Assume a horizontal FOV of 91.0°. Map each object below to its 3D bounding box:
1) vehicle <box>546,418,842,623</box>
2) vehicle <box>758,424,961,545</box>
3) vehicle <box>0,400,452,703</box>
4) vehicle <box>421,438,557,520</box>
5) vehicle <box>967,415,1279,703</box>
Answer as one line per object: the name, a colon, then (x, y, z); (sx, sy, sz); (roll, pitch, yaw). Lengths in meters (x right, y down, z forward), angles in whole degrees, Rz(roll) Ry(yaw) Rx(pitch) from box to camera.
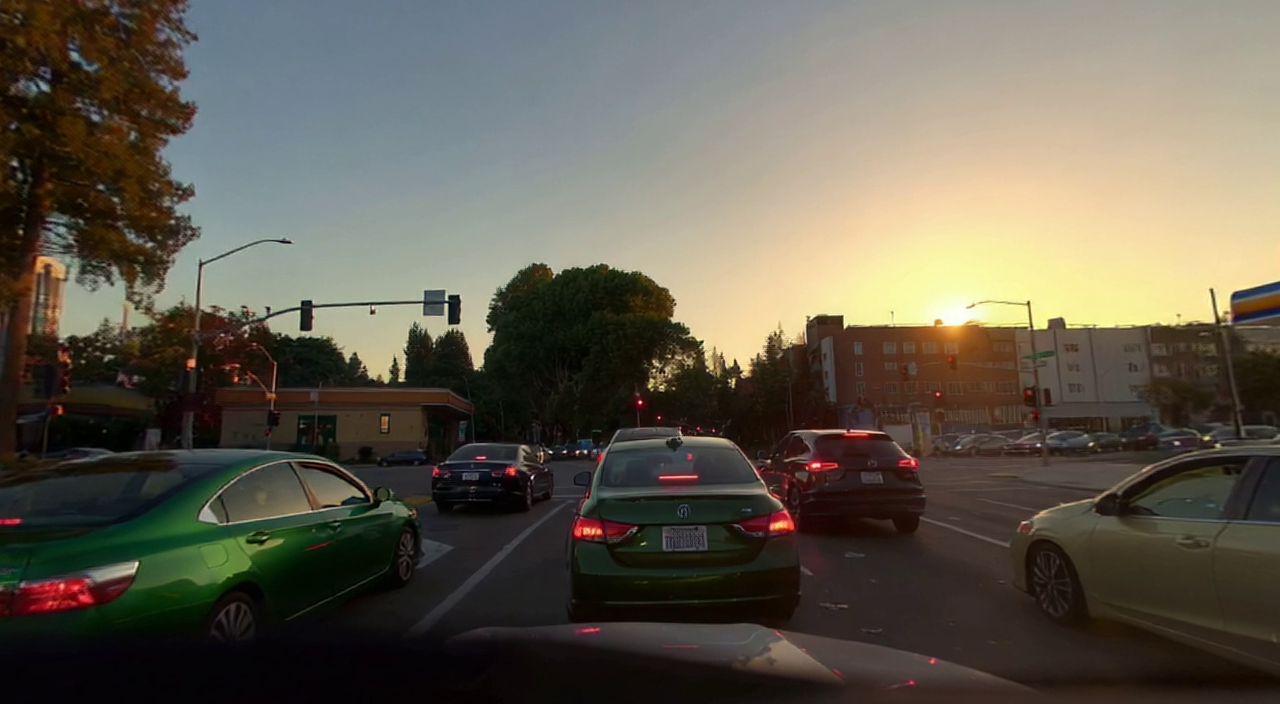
vehicle: (0.348, 1.588, 6.948); (2.220, 1.507, 4.317); (0, -9, -2)
vehicle: (3.405, 2.135, 10.771); (1.947, 1.630, 4.127); (0, -9, 0)
vehicle: (-3.004, 1.260, 4.615); (1.887, 1.493, 4.255); (0, -9, 1)
vehicle: (-3.044, 2.647, 13.706); (1.867, 1.474, 4.237); (0, -9, 1)
vehicle: (4.186, 1.132, 3.591); (1.950, 1.497, 4.686); (0, -9, -2)
